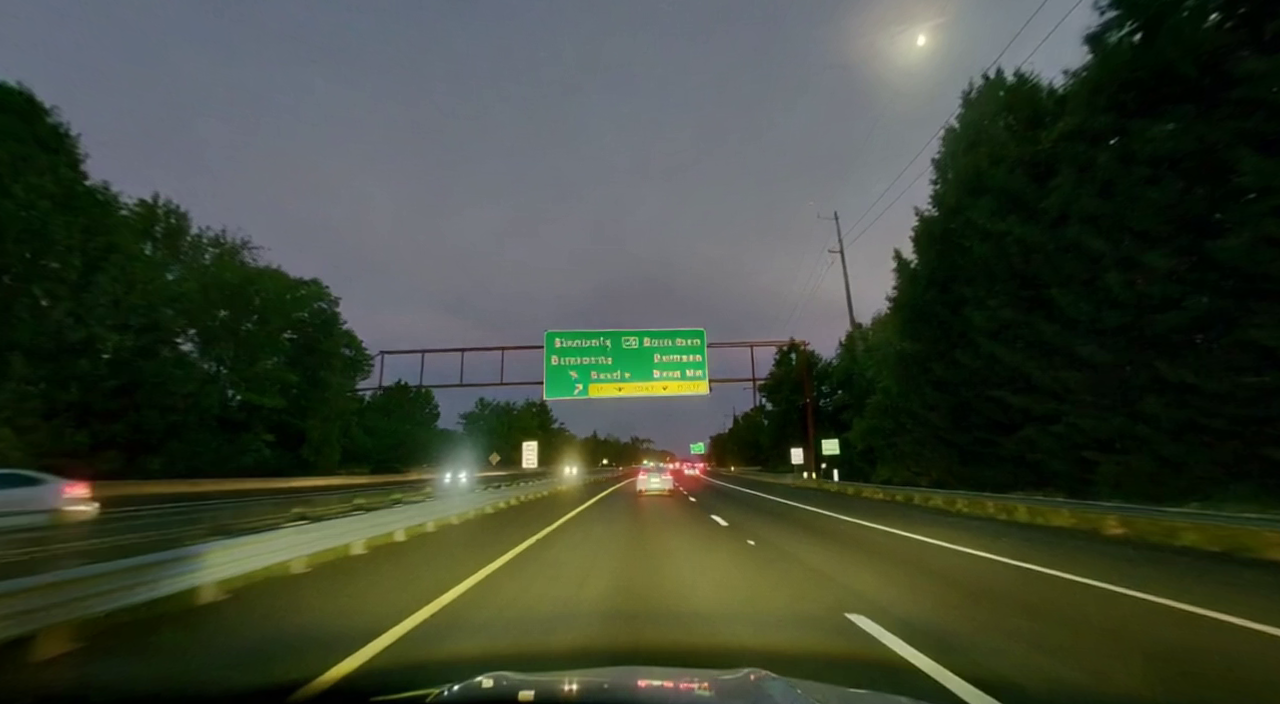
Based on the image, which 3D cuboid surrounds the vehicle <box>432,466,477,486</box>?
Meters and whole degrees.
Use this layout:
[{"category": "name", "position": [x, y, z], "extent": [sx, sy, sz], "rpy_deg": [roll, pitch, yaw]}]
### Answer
[{"category": "vehicle", "position": [-14.085, 9.443, 48.002], "extent": [1.895, 1.425, 4.524], "rpy_deg": [0, -10, 2]}]

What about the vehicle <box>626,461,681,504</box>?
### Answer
[{"category": "vehicle", "position": [0.523, 5.023, 24.521], "extent": [1.987, 1.480, 3.786], "rpy_deg": [1, -10, 1]}]
